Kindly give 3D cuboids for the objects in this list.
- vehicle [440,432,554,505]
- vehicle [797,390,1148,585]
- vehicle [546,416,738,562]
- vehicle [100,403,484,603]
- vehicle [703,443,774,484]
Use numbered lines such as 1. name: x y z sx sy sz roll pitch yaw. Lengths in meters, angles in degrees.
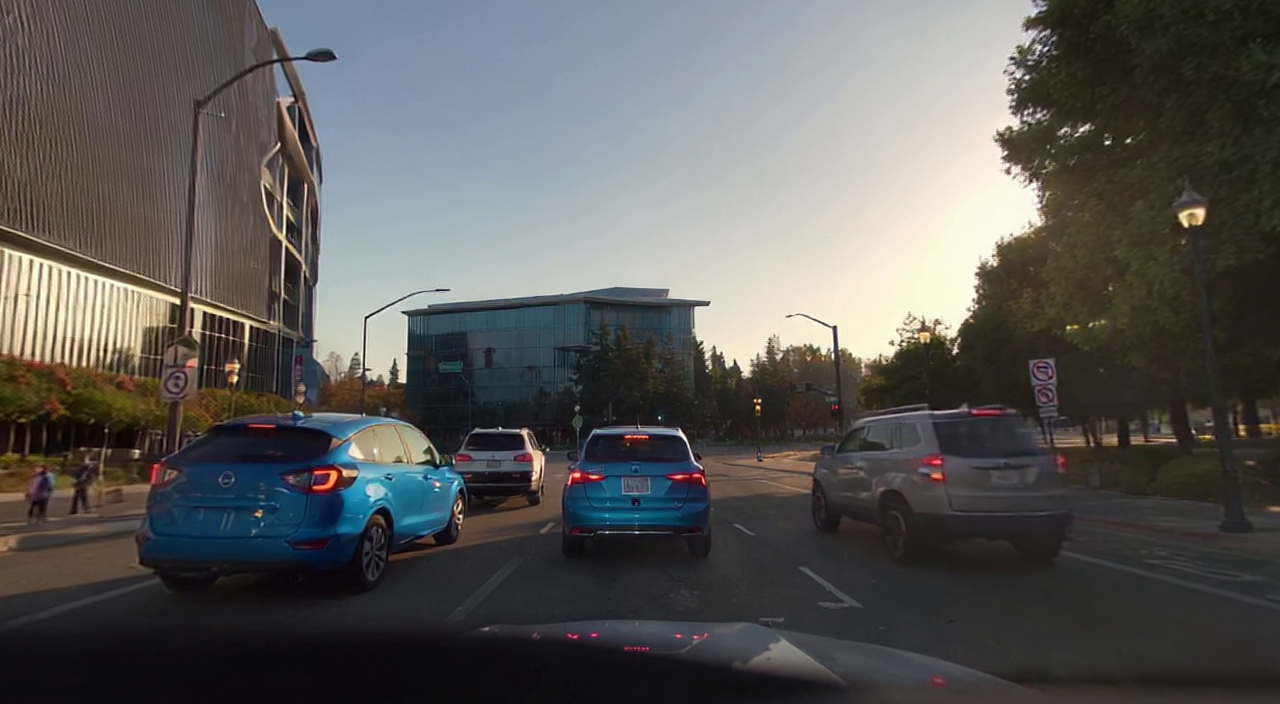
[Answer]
1. vehicle: -3.618 3.022 16.827 2.068 1.678 4.199 0 -8 0
2. vehicle: 3.694 1.603 8.279 2.026 1.819 4.579 0 -8 -1
3. vehicle: -0.010 1.885 9.417 2.207 1.659 4.155 0 -8 -1
4. vehicle: -3.531 1.613 7.664 2.083 1.691 4.398 0 -8 1
5. vehicle: 3.728 4.306 24.758 2.082 1.445 4.426 0 -8 0
